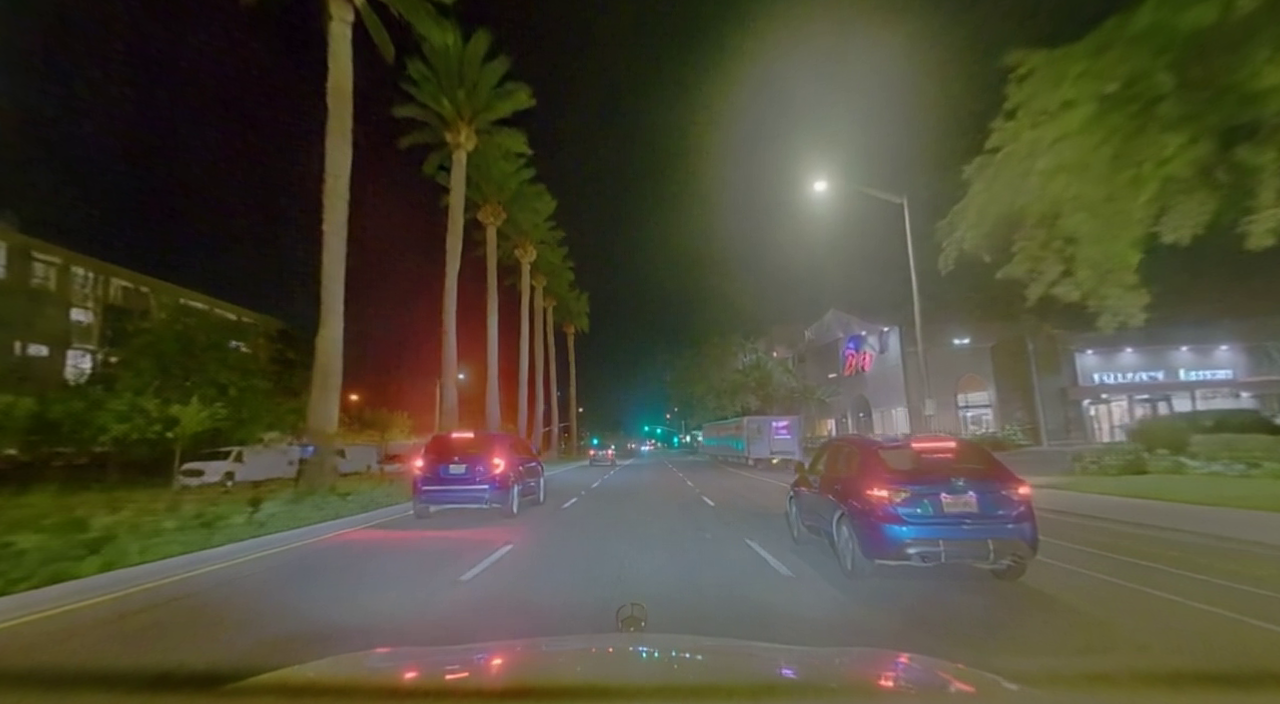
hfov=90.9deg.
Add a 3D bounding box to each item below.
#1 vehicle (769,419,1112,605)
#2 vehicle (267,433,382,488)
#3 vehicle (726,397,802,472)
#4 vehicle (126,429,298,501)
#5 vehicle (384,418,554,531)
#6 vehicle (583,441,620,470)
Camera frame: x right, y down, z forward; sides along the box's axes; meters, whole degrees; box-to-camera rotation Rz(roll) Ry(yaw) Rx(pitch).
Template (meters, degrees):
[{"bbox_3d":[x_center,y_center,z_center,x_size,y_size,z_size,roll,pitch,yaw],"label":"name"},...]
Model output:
[{"bbox_3d":[2.900,1.625,7.319,1.946,1.513,4.133,0,-8,0],"label":"vehicle"},{"bbox_3d":[-21.439,7.401,43.702,3.030,3.354,9.135,0,-8,2],"label":"vehicle"},{"bbox_3d":[7.240,5.035,38.106,2.902,3.992,8.073,0,-8,0],"label":"vehicle"},{"bbox_3d":[-21.659,5.736,32.756,2.989,3.225,8.285,0,-8,0],"label":"vehicle"},{"bbox_3d":[-3.066,2.312,12.440,2.058,1.804,4.391,0,-8,1],"label":"vehicle"},{"bbox_3d":[-2.402,6.610,40.374,1.998,1.743,4.402,0,-8,1],"label":"vehicle"}]
